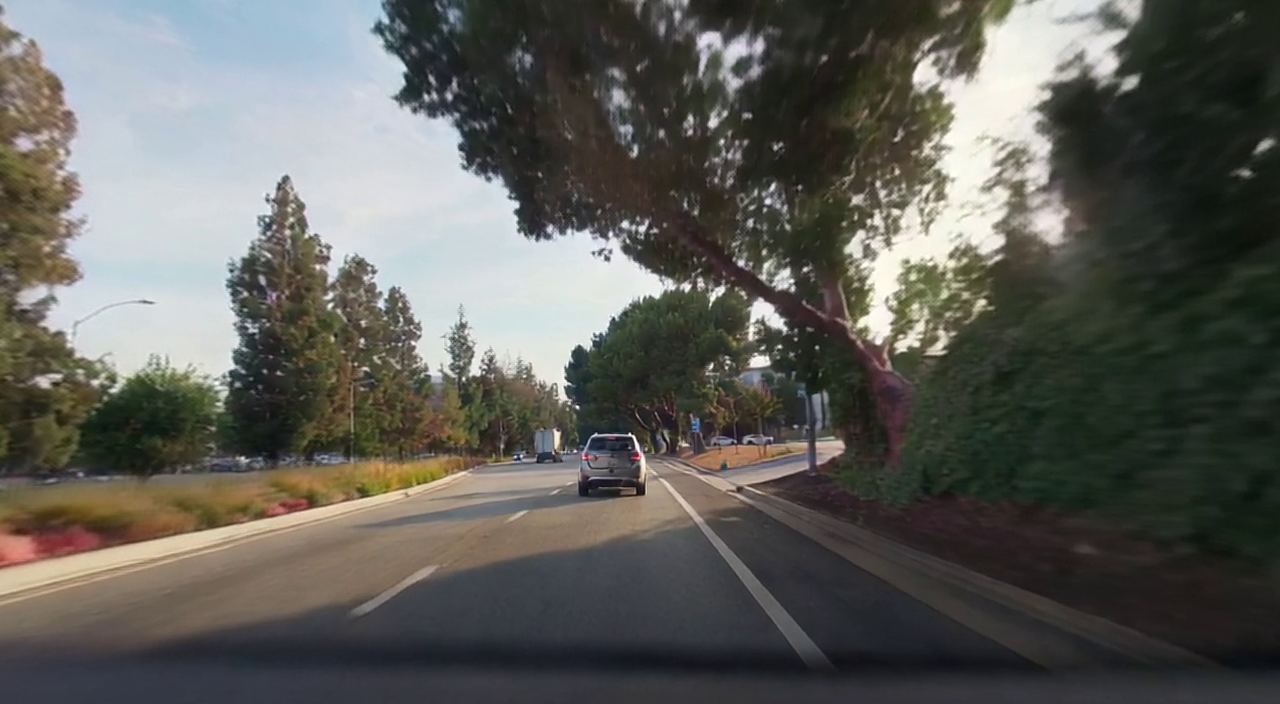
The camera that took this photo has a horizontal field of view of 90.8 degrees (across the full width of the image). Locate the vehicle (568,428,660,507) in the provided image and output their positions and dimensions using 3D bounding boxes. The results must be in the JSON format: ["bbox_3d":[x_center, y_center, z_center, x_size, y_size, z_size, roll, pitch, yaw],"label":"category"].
[{"bbox_3d":[-0.655,3.012,16.850,2.131,1.761,4.242,-1,-9,-1],"label":"vehicle"}]
